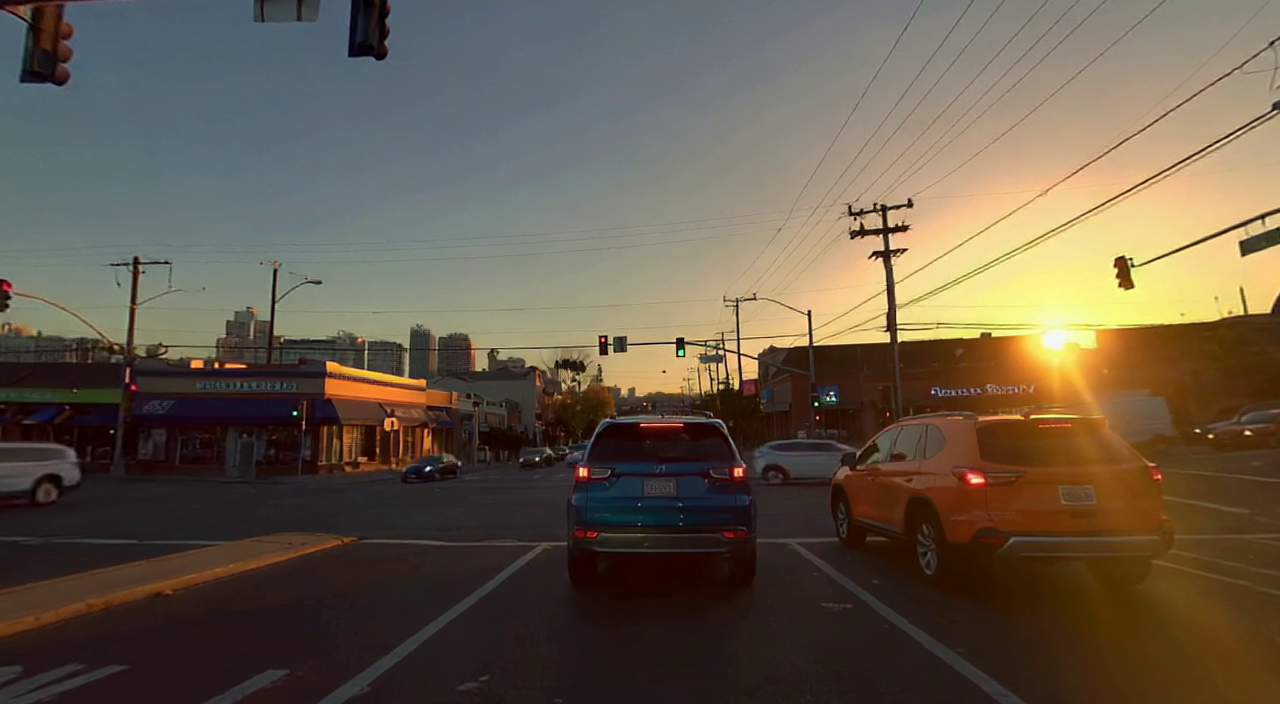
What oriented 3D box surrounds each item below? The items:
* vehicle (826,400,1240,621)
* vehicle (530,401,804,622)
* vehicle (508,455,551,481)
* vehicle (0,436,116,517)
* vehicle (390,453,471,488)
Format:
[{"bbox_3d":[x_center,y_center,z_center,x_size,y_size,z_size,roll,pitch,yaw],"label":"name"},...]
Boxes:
[{"bbox_3d":[3.613,1.517,6.973,1.976,1.664,4.189,-1,-8,2],"label":"vehicle"},{"bbox_3d":[0.257,1.511,6.827,2.098,1.682,3.778,0,-8,2],"label":"vehicle"},{"bbox_3d":[-8.457,8.940,48.766,2.029,1.776,4.711,-1,-8,6],"label":"vehicle"},{"bbox_3d":[-14.831,2.784,14.161,1.936,1.740,4.647,-1,-8,3],"label":"vehicle"},{"bbox_3d":[-9.863,5.617,30.138,1.911,1.461,4.691,-1,-8,5],"label":"vehicle"}]
